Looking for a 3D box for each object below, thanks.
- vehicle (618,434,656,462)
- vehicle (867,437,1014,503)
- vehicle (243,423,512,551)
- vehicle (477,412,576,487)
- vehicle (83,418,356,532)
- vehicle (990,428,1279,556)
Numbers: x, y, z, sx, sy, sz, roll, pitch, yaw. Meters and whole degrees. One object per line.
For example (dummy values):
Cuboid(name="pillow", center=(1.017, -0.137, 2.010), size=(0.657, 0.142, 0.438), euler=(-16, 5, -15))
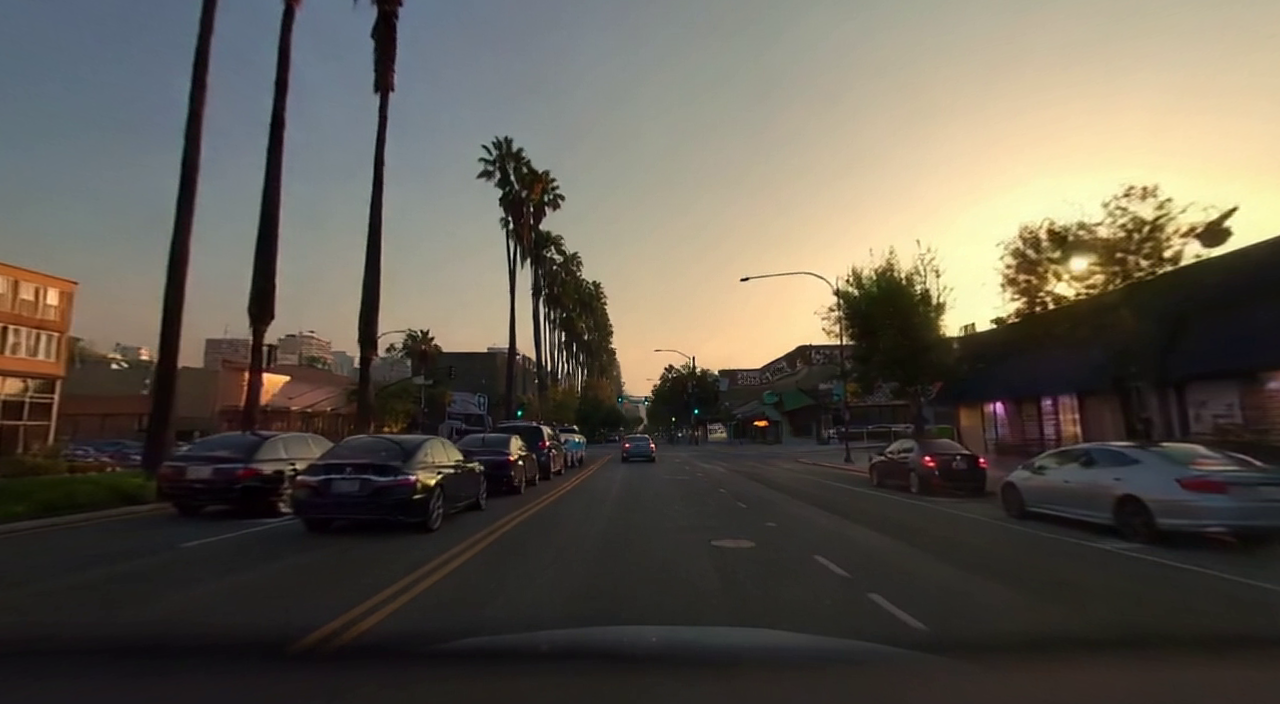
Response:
Cuboid(name="vehicle", center=(-0.146, 5.571, 36.468), size=(2.092, 1.497, 4.446), euler=(0, -9, 0))
Cuboid(name="vehicle", center=(7.744, 3.060, 16.775), size=(1.888, 1.496, 4.294), euler=(0, -9, 2))
Cuboid(name="vehicle", center=(-3.537, 1.919, 9.698), size=(2.044, 1.462, 4.624), euler=(0, -9, 2))
Cuboid(name="vehicle", center=(-3.333, 2.999, 19.513), size=(2.158, 2.040, 4.511), euler=(0, -9, 0))
Cuboid(name="vehicle", center=(-6.663, 1.984, 10.680), size=(1.668, 1.525, 4.168), euler=(0, -9, 1))
Cuboid(name="vehicle", center=(7.774, 2.049, 9.964), size=(1.985, 1.549, 4.404), euler=(0, -9, 1))
